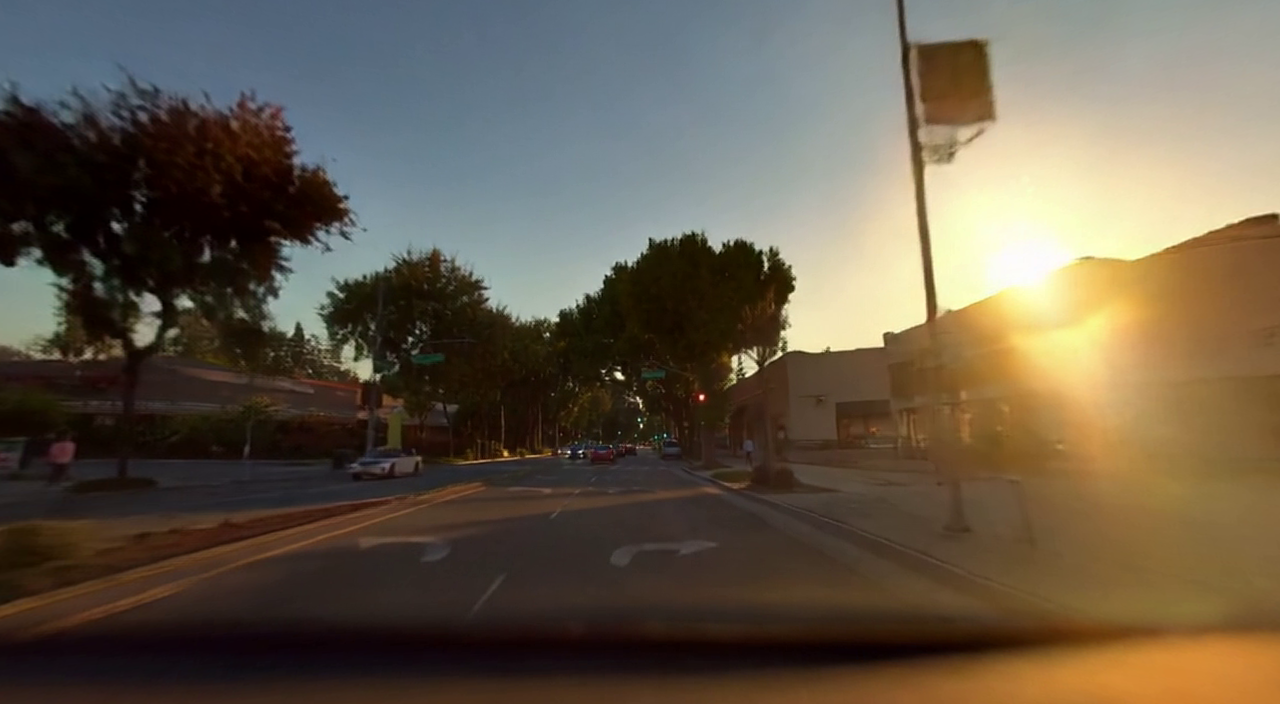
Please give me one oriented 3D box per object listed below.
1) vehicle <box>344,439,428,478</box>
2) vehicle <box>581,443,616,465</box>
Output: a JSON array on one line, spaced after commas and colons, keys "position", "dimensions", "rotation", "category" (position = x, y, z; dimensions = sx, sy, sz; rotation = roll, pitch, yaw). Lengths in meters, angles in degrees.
[{"position": [-10.642, 4.488, 26.811], "dimensions": [1.873, 1.532, 3.777], "rotation": [0, -8, 2], "category": "vehicle"}, {"position": [-2.897, 7.278, 45.354], "dimensions": [2.122, 1.469, 4.388], "rotation": [0, -8, 1], "category": "vehicle"}]
